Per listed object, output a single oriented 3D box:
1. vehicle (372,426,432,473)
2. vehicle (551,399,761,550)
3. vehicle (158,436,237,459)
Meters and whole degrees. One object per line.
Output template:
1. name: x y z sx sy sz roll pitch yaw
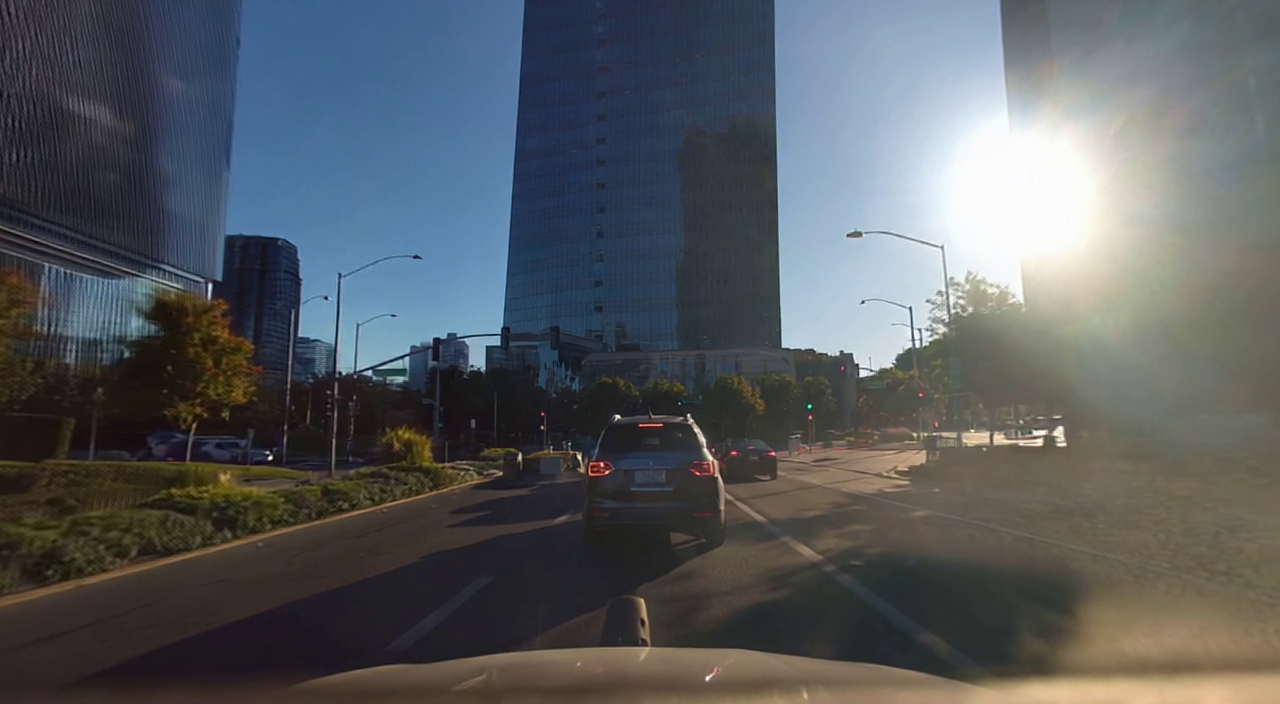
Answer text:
1. vehicle: -13.162 5.359 34.771 2.717 2.310 6.448 3 -9 -21
2. vehicle: 0.200 1.874 10.189 2.601 1.878 4.535 0 -9 0
3. vehicle: -34.361 7.427 48.962 4.622 1.742 1.965 0 -9 -1
